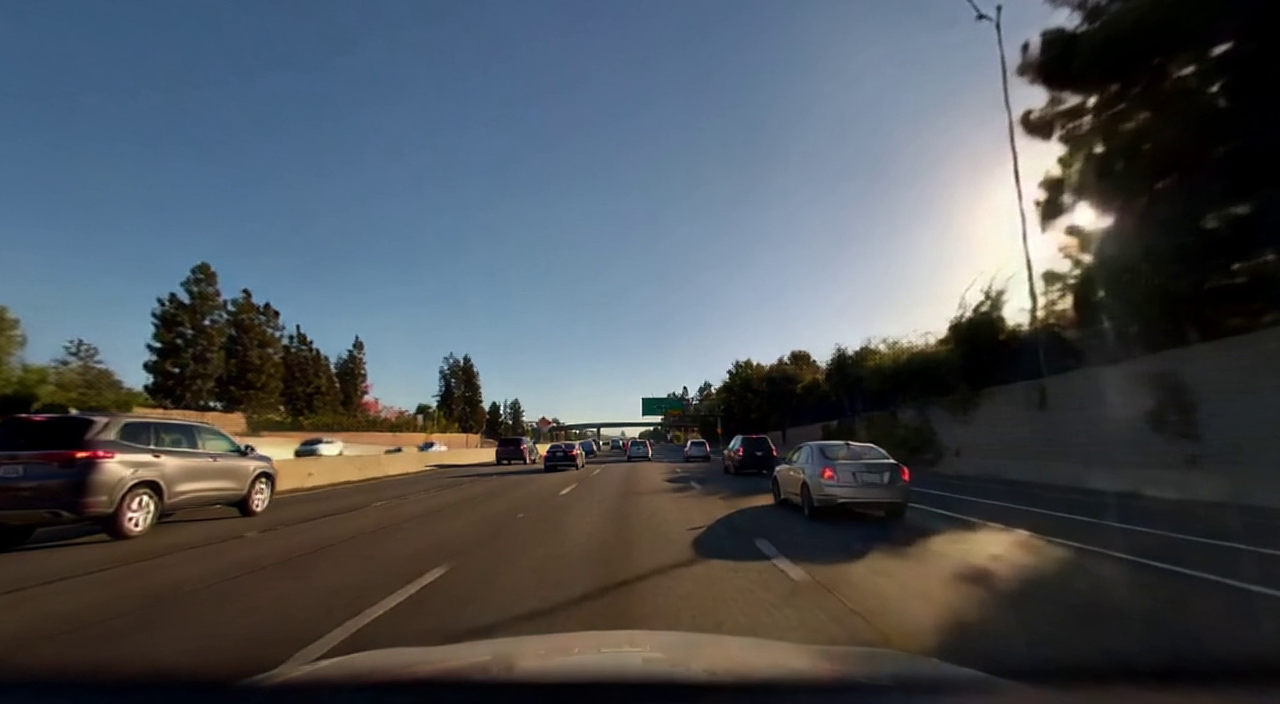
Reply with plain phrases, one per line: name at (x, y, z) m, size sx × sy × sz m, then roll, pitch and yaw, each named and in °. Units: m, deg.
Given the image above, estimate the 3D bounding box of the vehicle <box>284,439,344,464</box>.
vehicle at (-20.669, 6.338, 40.037) m, size 1.817 × 1.490 × 3.694 m, roll 0°, pitch -9°, yaw 0°

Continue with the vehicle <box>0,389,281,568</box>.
vehicle at (-7.475, 1.655, 8.854) m, size 2.142 × 1.849 × 4.566 m, roll 0°, pitch -9°, yaw -1°

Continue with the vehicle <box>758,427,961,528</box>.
vehicle at (3.730, 2.239, 11.770) m, size 2.141 × 1.507 × 4.510 m, roll 0°, pitch -9°, yaw 0°

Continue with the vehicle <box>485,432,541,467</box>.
vehicle at (-6.964, 5.409, 35.046) m, size 2.111 × 1.811 × 4.391 m, roll 0°, pitch -9°, yaw 1°

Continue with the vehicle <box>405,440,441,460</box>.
vehicle at (-17.120, 7.742, 49.851) m, size 1.635 × 1.463 × 3.655 m, roll 0°, pitch -8°, yaw -2°

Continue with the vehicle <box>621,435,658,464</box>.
vehicle at (-0.047, 6.080, 39.350) m, size 2.158 × 1.706 × 4.219 m, roll 0°, pitch -9°, yaw -1°

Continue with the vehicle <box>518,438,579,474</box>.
vehicle at (-3.994, 4.619, 28.174) m, size 2.071 × 1.478 × 4.130 m, roll 0°, pitch -9°, yaw 1°

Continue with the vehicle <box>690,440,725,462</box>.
vehicle at (4.646, 6.916, 44.048) m, size 1.944 × 1.465 × 4.245 m, roll 0°, pitch -9°, yaw 0°
